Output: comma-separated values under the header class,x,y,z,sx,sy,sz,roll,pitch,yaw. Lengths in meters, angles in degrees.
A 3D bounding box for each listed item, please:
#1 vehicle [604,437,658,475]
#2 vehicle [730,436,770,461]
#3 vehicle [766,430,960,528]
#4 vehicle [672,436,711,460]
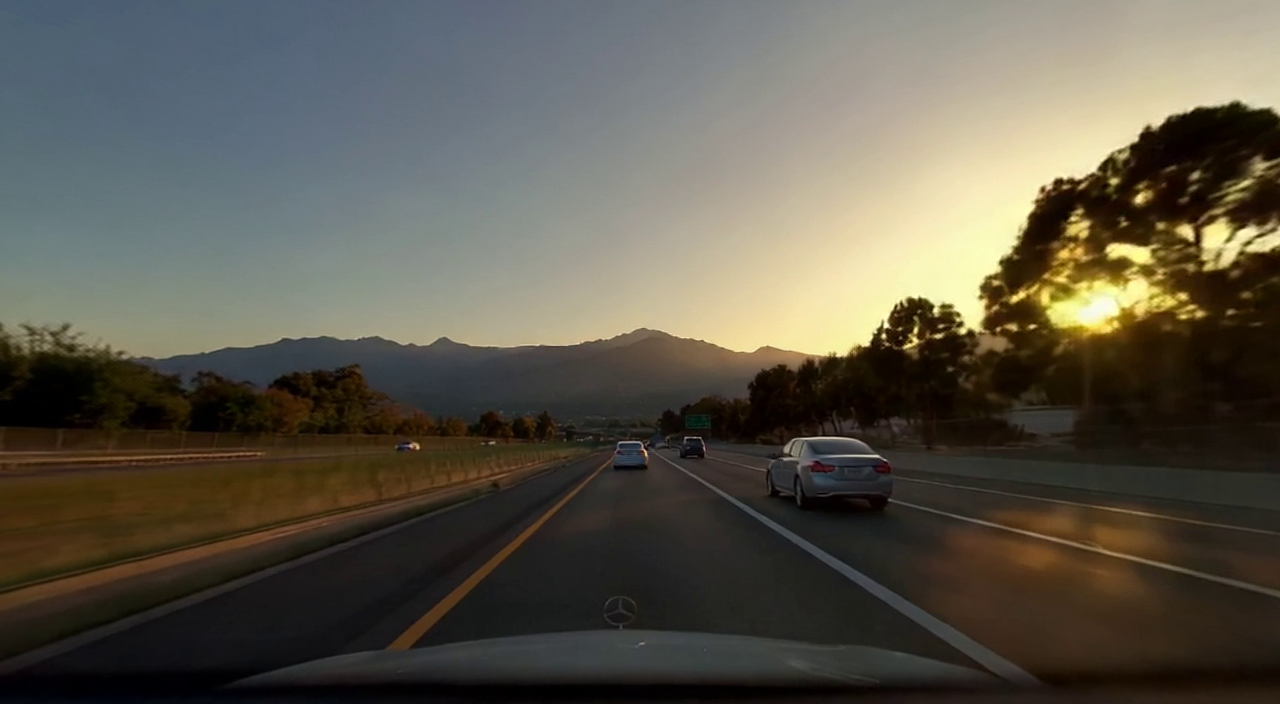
class,x,y,z,sx,sy,sz,roll,pitch,yaw
vehicle,-0.356,4.352,26.534,2.085,1.449,3.860,0,-8,0
vehicle,7.716,6.843,44.621,1.996,1.637,3.990,0,-8,-1
vehicle,3.752,2.212,11.541,1.957,1.447,4.241,0,-8,-1
vehicle,3.801,7.225,47.339,2.436,1.704,4.694,0,-8,-1
